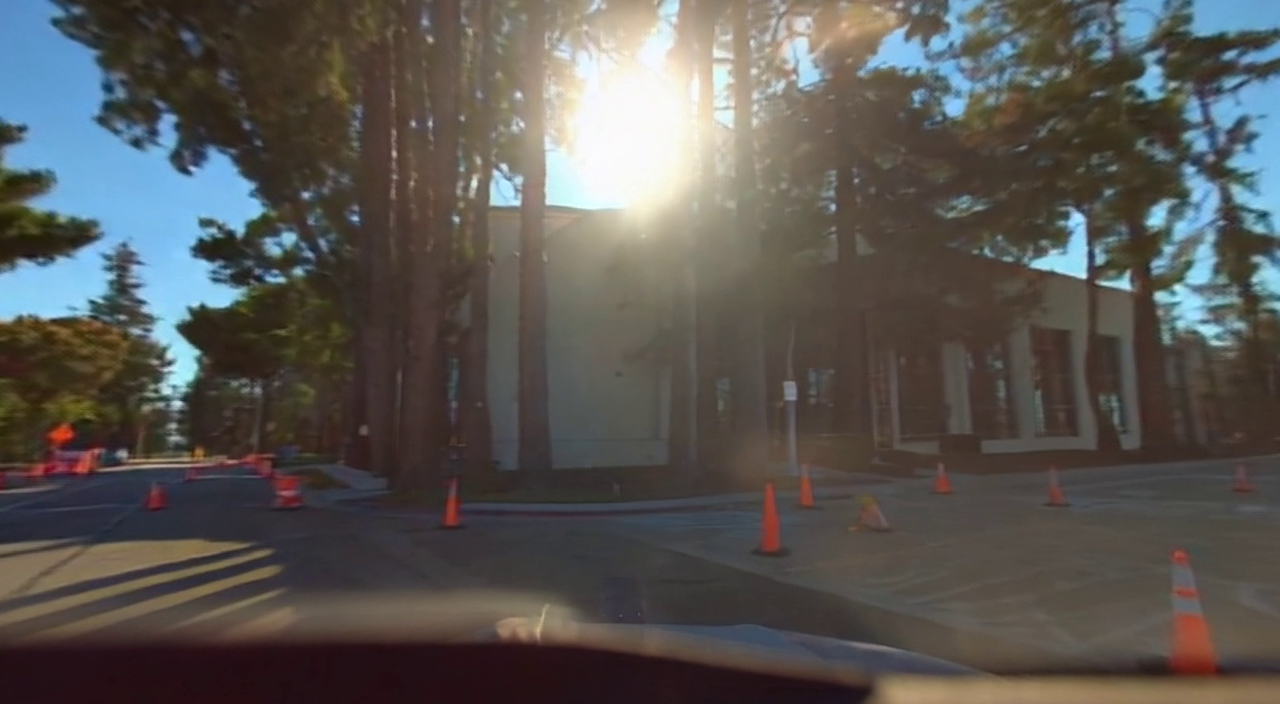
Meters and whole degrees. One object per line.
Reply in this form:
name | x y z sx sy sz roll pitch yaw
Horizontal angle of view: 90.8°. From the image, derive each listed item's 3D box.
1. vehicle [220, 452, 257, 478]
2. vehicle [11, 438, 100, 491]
vehicle | -29.289 8.157 46.020 2.110 1.733 4.028 6 -10 -33
vehicle | -37.214 7.065 40.500 2.510 2.889 6.493 3 -7 -29
